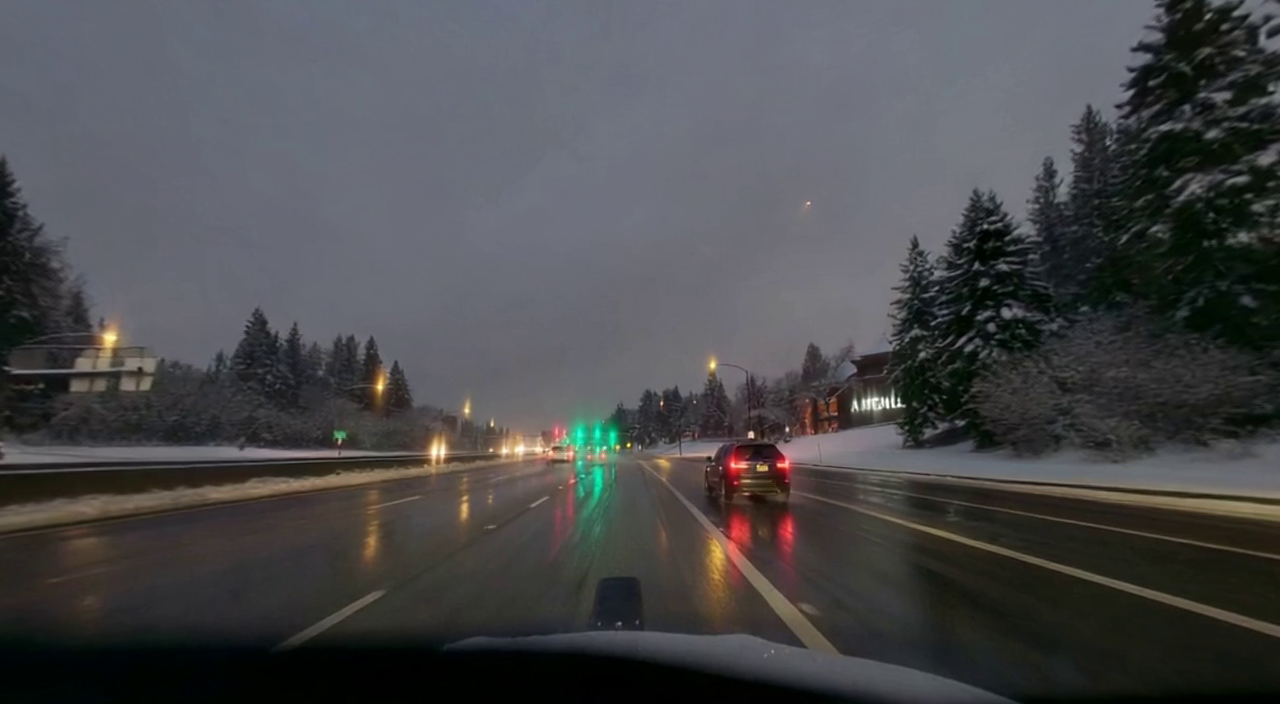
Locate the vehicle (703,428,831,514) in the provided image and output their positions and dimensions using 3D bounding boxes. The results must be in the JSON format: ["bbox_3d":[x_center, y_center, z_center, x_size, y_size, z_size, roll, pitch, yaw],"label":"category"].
[{"bbox_3d":[2.741,2.683,14.758,1.997,1.686,4.247,0,-8,-2],"label":"vehicle"}]

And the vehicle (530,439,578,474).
[{"bbox_3d":[-4.784,5.883,35.851,2.160,1.794,4.646,0,-8,-1],"label":"vehicle"}]
